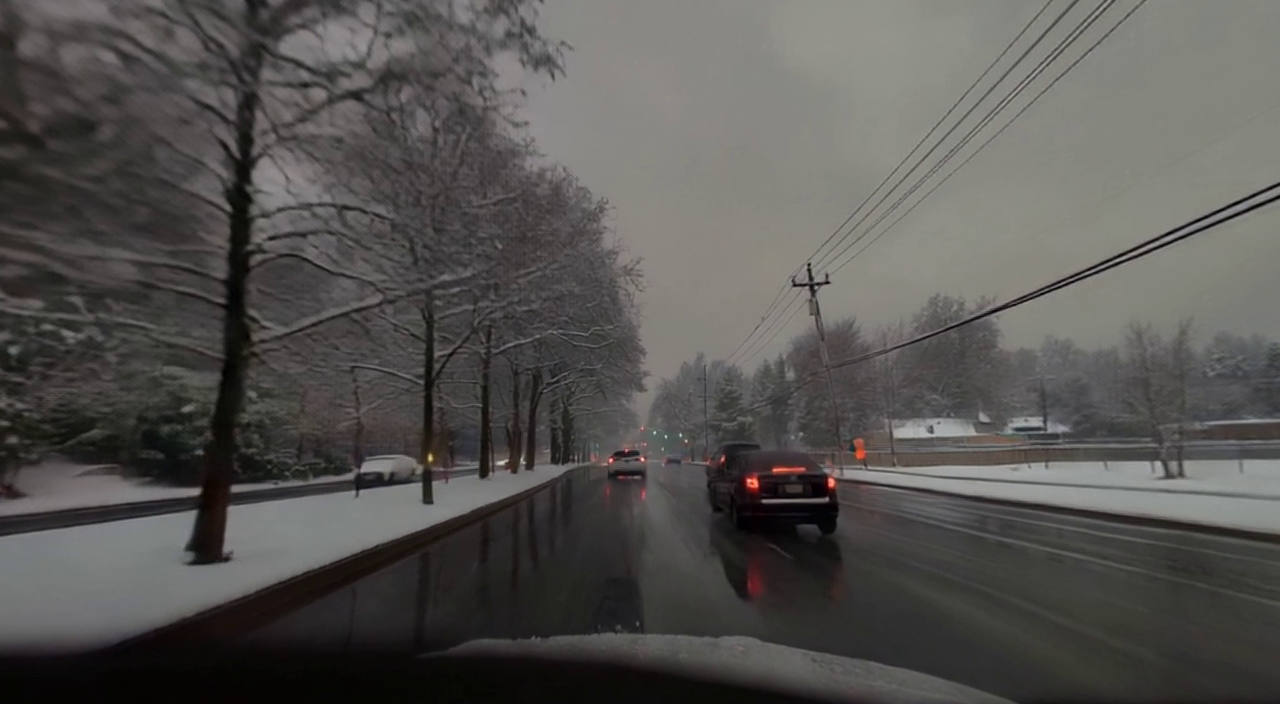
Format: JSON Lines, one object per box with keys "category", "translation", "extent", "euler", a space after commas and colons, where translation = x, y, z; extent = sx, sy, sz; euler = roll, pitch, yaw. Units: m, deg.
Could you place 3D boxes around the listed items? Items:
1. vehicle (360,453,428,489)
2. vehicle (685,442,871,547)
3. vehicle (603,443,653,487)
{"category": "vehicle", "translation": [-12.532, 6.050, 32.521], "extent": [1.871, 1.639, 4.289], "euler": [0, -9, -1]}
{"category": "vehicle", "translation": [2.164, 2.391, 11.404], "extent": [1.977, 1.460, 4.565], "euler": [0, -9, -5]}
{"category": "vehicle", "translation": [-0.491, 4.885, 27.726], "extent": [2.050, 1.745, 3.915], "euler": [-1, -9, 0]}
